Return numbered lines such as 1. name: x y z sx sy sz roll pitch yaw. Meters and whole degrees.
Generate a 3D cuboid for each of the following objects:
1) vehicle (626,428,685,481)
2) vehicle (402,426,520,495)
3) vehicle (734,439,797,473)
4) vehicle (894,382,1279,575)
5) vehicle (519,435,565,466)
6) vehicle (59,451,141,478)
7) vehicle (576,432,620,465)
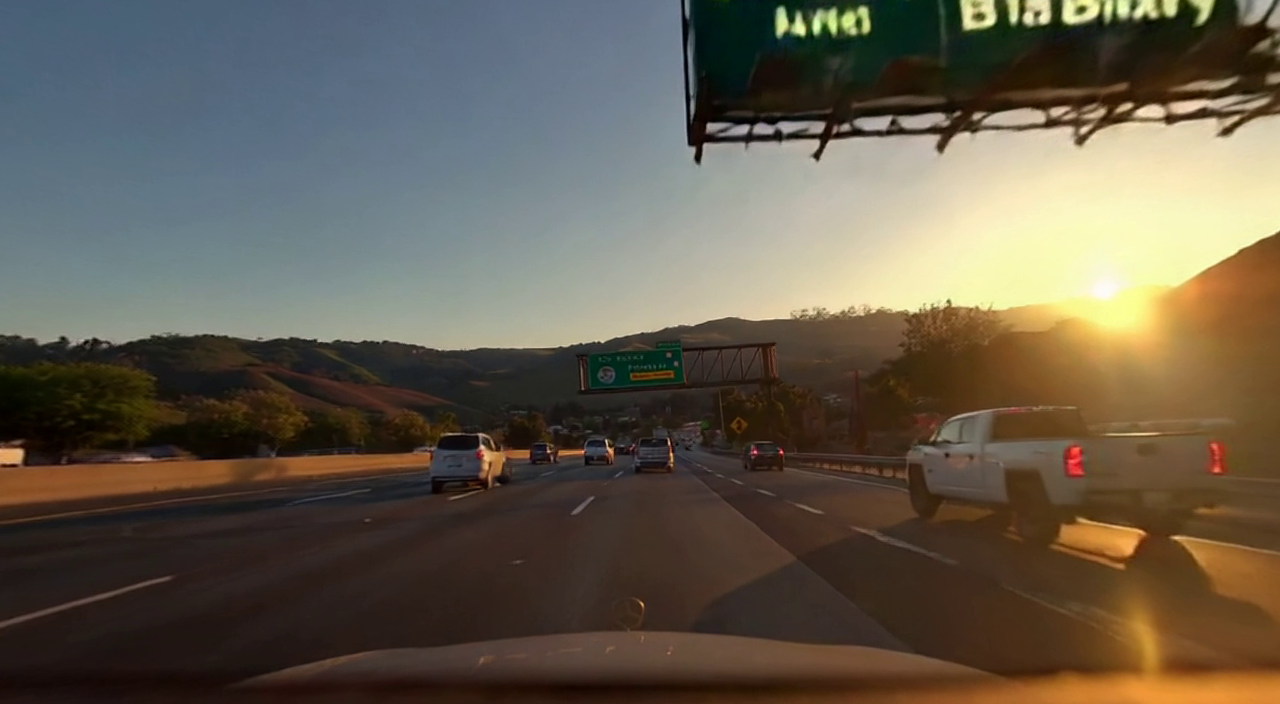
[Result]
1. vehicle: 0.556 3.844 23.854 2.052 1.808 3.898 0 -8 1
2. vehicle: -5.280 3.278 19.427 2.160 1.799 5.001 0 -8 0
3. vehicle: 5.736 4.815 29.386 1.998 1.456 4.338 0 -8 -1
4. vehicle: 5.499 1.571 8.535 2.029 1.859 4.669 0 -8 -1
5. vehicle: -6.101 6.231 39.861 2.036 1.813 4.564 -1 -8 2
6. vehicle: -29.230 6.092 34.271 1.461 1.361 3.314 0 -8 1
7. vehicle: -2.619 6.273 41.014 2.316 1.999 5.765 0 -8 1
